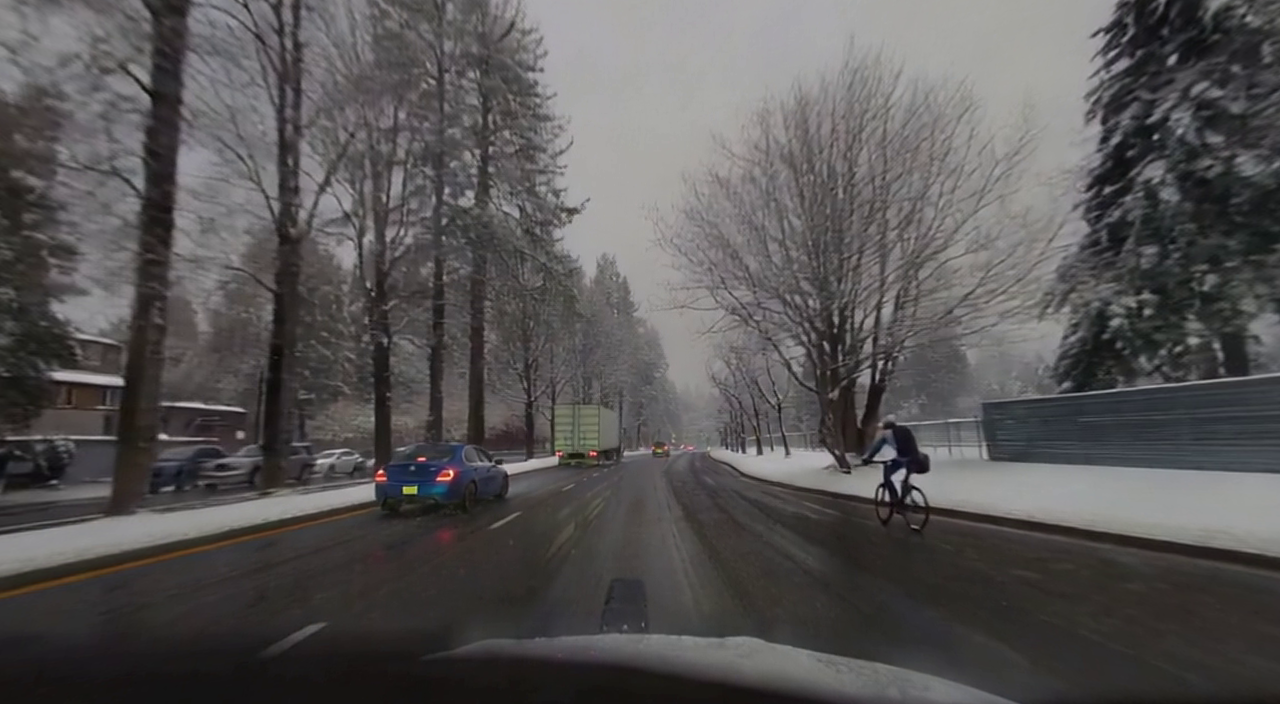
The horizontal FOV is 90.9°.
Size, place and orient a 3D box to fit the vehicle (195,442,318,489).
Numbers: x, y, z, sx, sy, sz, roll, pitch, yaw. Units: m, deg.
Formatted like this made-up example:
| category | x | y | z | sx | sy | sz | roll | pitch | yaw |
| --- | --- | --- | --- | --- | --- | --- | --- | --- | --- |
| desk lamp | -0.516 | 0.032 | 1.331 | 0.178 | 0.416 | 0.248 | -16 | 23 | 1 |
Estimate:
| category | x | y | z | sx | sy | sz | roll | pitch | yaw |
| --- | --- | --- | --- | --- | --- | --- | --- | --- | --- |
| vehicle | -15.039 | 4.420 | 25.057 | 1.946 | 1.688 | 4.560 | 0 | -8 | 1 |

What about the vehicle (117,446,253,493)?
| category | x | y | z | sx | sy | sz | roll | pitch | yaw |
| --- | --- | --- | --- | --- | --- | --- | --- | --- | --- |
| vehicle | -18.564 | 4.756 | 26.077 | 2.004 | 1.704 | 4.876 | 0 | -8 | 0 |

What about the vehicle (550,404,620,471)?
| category | x | y | z | sx | sy | sz | roll | pitch | yaw |
| --- | --- | --- | --- | --- | --- | --- | --- | --- | --- |
| vehicle | -2.851 | 4.794 | 35.227 | 2.746 | 3.276 | 8.572 | 0 | -8 | 3 |

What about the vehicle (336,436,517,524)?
| category | x | y | z | sx | sy | sz | roll | pitch | yaw |
| --- | --- | --- | --- | --- | --- | --- | --- | --- | --- |
| vehicle | -4.034 | 2.467 | 12.832 | 2.005 | 1.462 | 4.345 | 0 | -8 | 2 |
